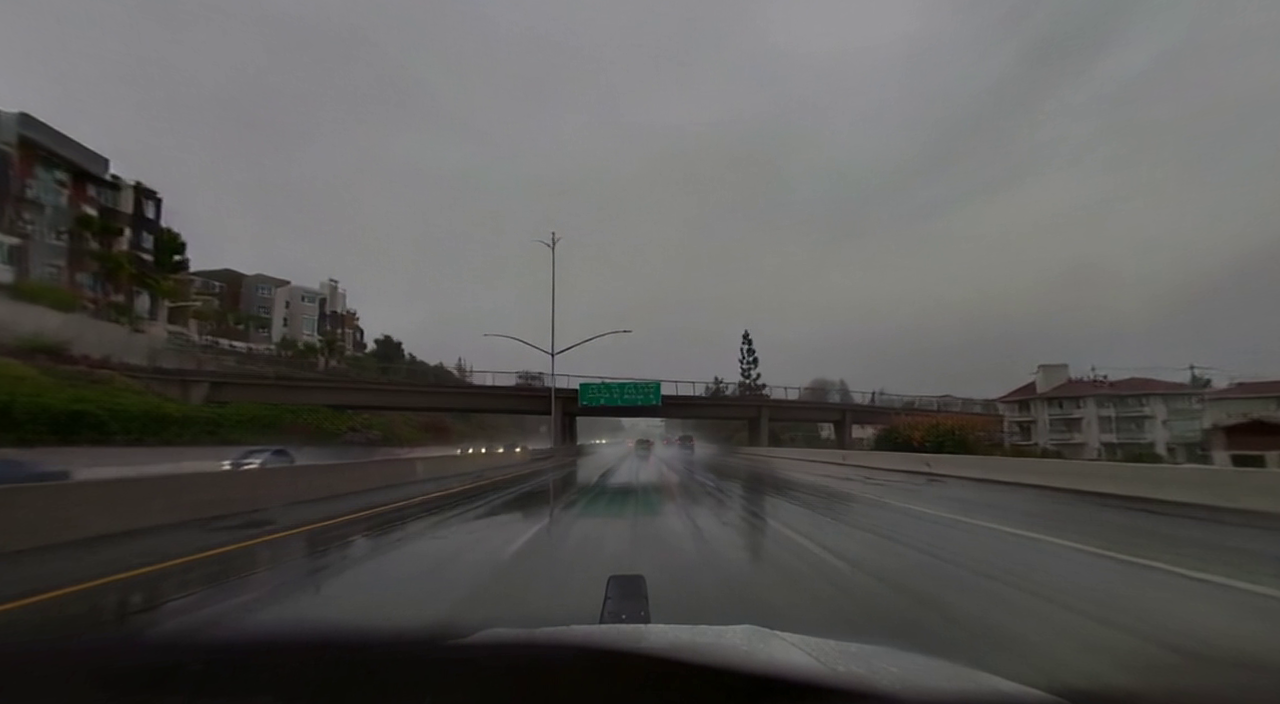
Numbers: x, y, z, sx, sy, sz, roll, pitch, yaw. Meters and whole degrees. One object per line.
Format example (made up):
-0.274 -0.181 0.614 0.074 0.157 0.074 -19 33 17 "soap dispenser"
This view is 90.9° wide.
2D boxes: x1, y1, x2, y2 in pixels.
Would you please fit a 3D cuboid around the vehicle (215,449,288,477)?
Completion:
-26.628 7.591 43.393 1.901 1.804 4.613 -1 -9 2 "vehicle"
